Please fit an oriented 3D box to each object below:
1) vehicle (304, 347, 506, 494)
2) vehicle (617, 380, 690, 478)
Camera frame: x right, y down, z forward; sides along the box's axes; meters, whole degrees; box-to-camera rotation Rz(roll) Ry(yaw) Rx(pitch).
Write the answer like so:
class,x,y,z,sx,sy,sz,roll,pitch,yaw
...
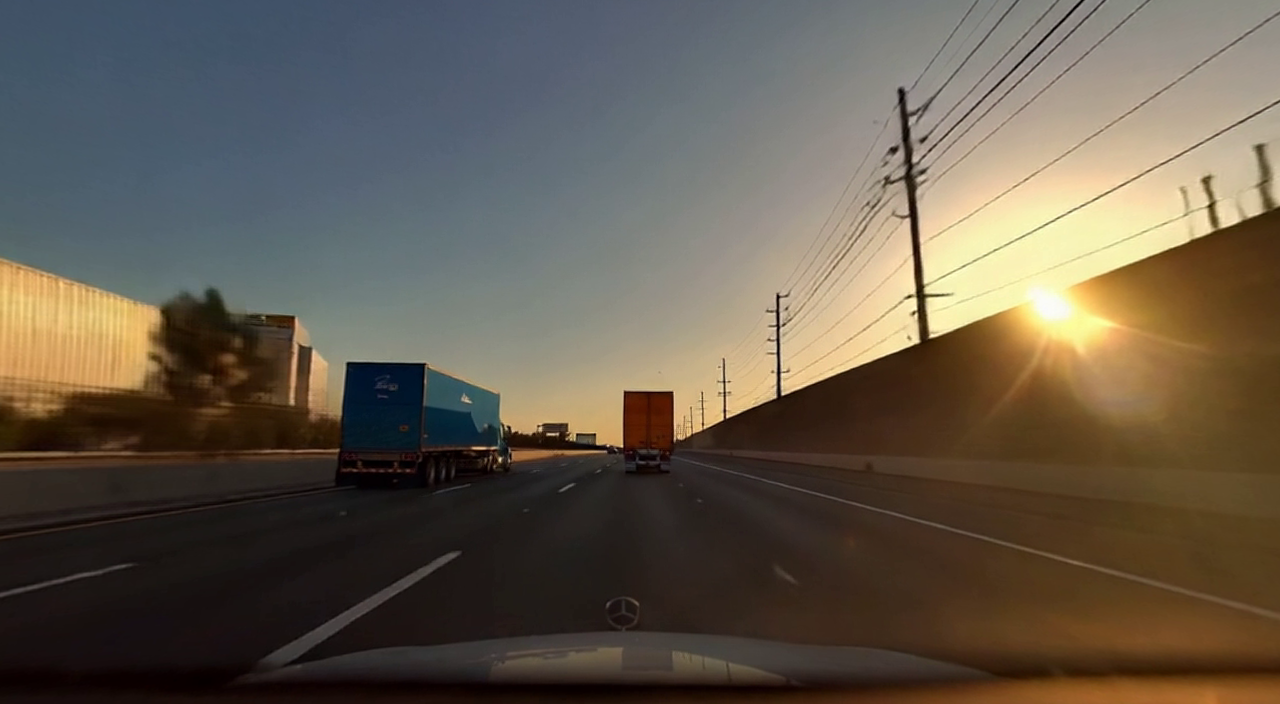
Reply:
class,x,y,z,sx,sy,sz,roll,pitch,yaw
vehicle,-7.547,2.652,22.830,2.937,3.981,11.119,-1,-8,0
vehicle,0.485,3.799,30.149,2.858,3.847,10.034,0,-9,-1
